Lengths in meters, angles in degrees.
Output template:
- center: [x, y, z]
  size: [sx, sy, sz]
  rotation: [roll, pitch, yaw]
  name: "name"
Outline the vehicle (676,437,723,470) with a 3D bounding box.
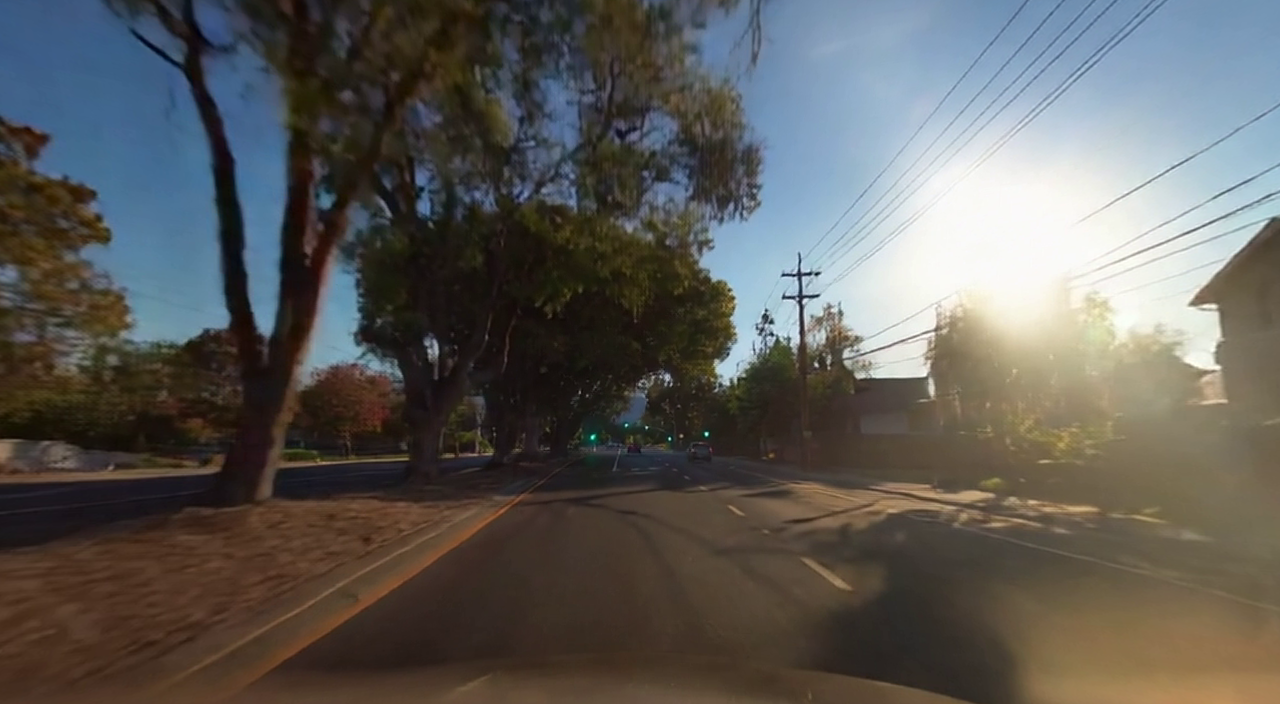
- center: [3.476, 5.994, 37.515]
  size: [2.240, 1.781, 4.433]
  rotation: [0, -8, -1]
  name: "vehicle"
